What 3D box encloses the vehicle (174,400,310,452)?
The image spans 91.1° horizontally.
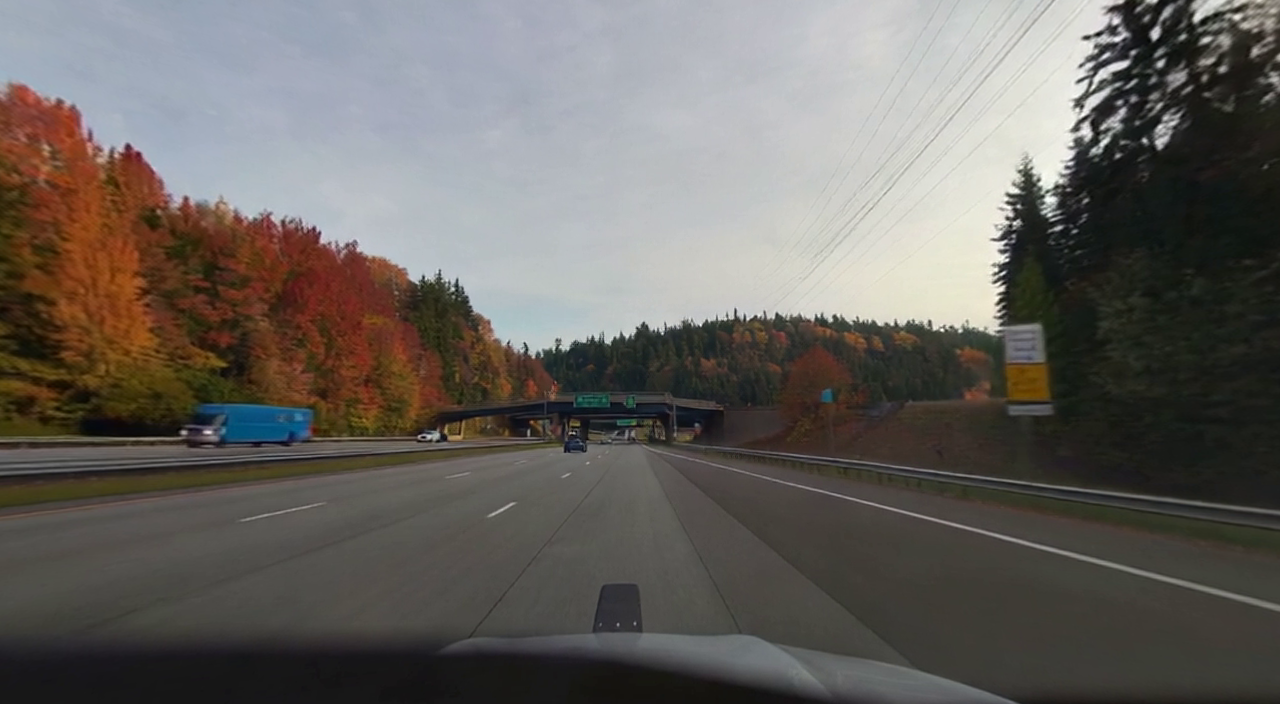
[{"bbox_3d":[-25.874,4.960,41.614,2.968,3.038,9.055,0,-8,1],"label":"vehicle"}]
